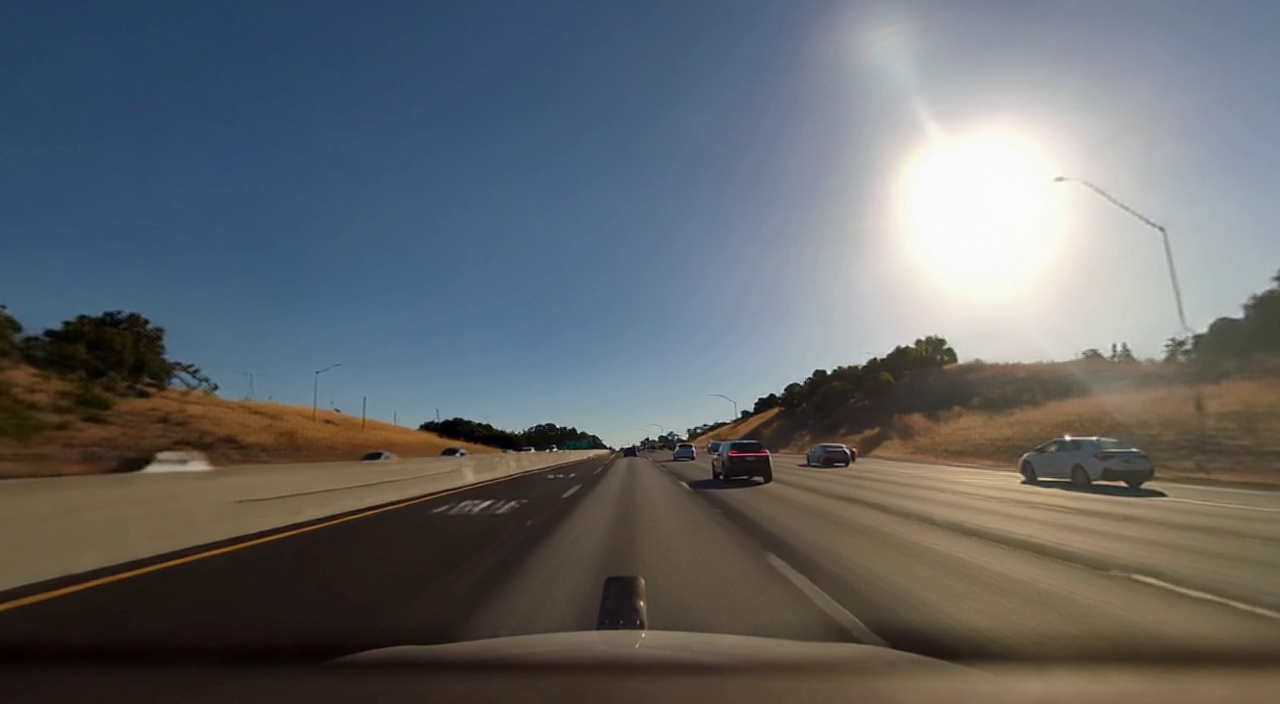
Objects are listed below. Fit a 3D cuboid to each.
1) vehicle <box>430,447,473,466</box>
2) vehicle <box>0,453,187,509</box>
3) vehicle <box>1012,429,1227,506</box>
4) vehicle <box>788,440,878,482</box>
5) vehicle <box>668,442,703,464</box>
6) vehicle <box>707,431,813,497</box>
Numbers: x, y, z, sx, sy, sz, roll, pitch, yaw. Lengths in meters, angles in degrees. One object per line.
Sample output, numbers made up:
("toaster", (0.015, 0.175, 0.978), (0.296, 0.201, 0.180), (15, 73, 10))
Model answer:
("vehicle", (-14.554, 8.057, 49.016), (1.962, 1.309, 4.240), (1, -8, 2))
("vehicle", (-14.523, 3.405, 17.131), (1.583, 1.220, 3.939), (0, -8, 0))
("vehicle", (11.055, 2.667, 15.039), (1.844, 1.560, 4.085), (0, -8, -1))
("vehicle", (7.155, 4.070, 23.910), (1.952, 1.442, 4.259), (0, -8, -1))
("vehicle", (3.203, 7.166, 44.892), (2.038, 1.477, 4.313), (0, -9, -2))
("vehicle", (3.200, 3.108, 17.878), (1.977, 1.601, 4.598), (0, -9, -1))
